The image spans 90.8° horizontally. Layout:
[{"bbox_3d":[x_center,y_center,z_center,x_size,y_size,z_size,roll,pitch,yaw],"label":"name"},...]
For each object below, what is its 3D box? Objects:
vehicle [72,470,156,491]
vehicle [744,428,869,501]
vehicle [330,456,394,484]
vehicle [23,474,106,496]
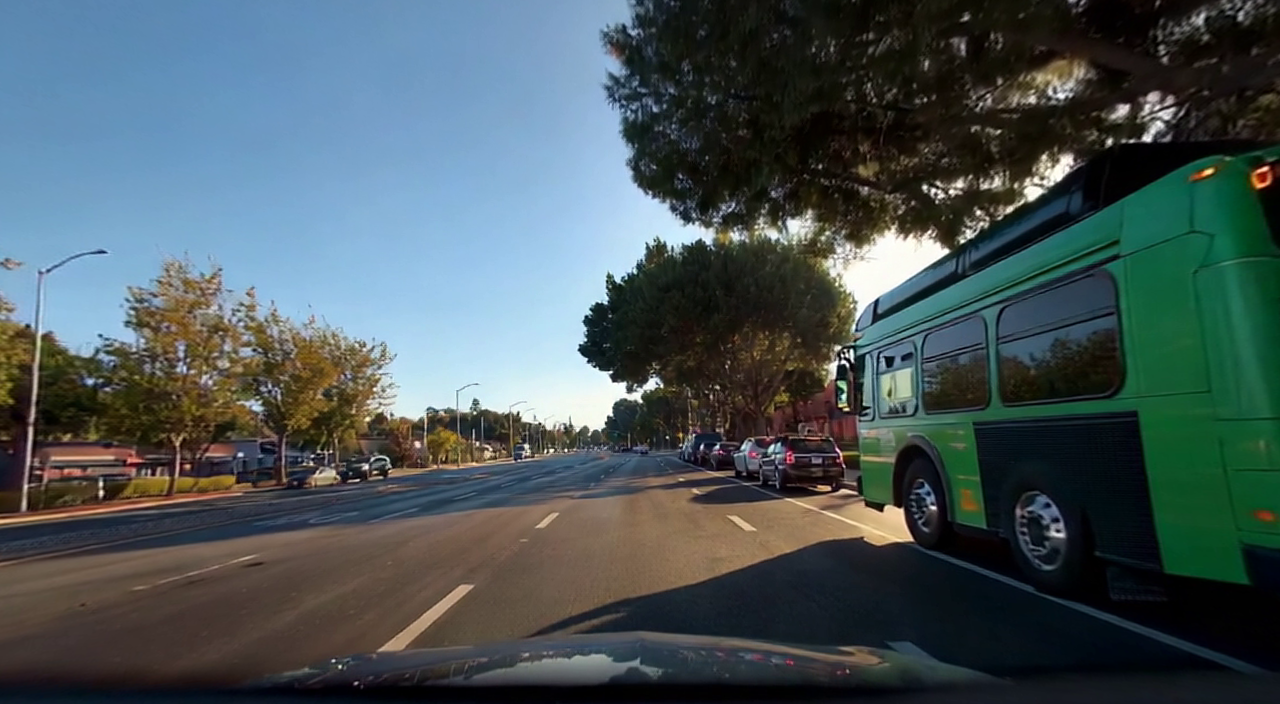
[{"bbox_3d":[-41.383,10.089,49.793,4.609,1.553,2.129,0,-10,-2],"label":"vehicle"},{"bbox_3d":[4.430,3.069,17.715,2.094,1.731,4.763,0,-8,-1],"label":"vehicle"},{"bbox_3d":[-19.585,8.316,44.781,2.166,1.804,4.897,-1,-8,3],"label":"vehicle"},{"bbox_3d":[-42.218,9.745,46.415,4.357,1.435,1.816,0,-9,2],"label":"vehicle"}]
